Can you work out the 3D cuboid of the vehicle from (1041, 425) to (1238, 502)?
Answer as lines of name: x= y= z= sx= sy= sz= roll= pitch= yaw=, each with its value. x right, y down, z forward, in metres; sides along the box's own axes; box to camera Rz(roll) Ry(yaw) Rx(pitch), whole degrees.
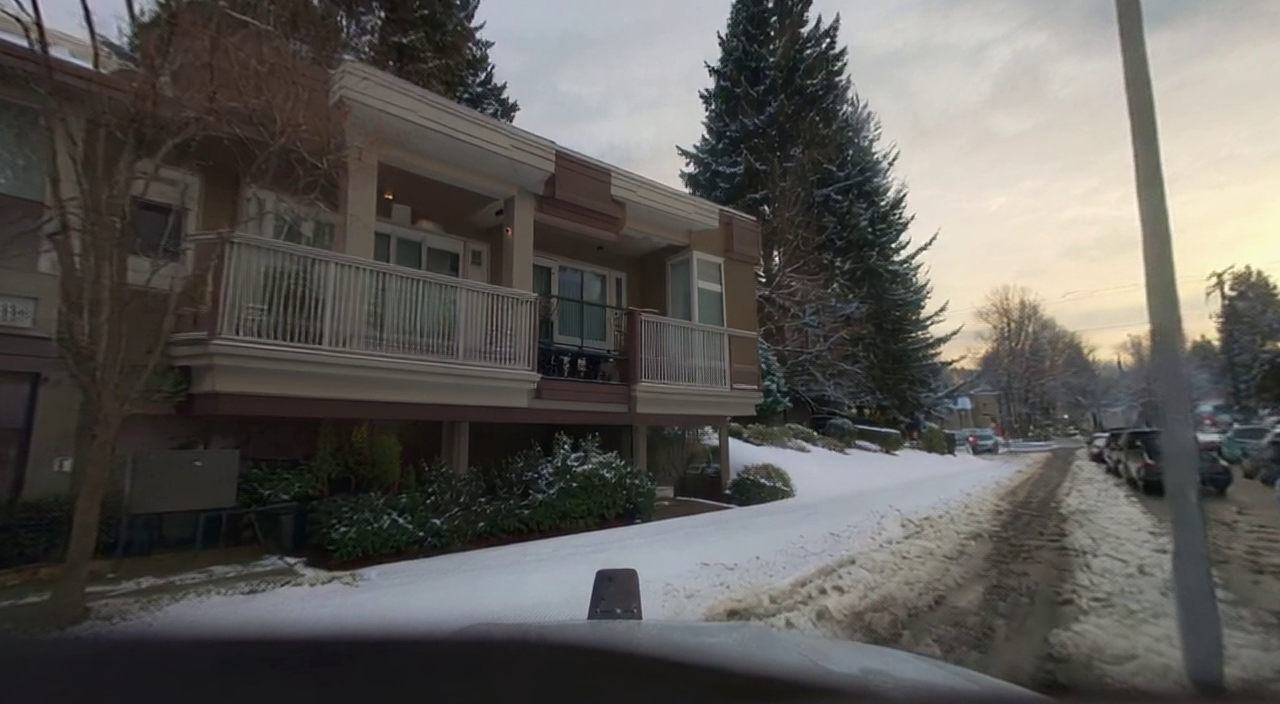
vehicle: x=19.825 y=4.330 z=25.416 sx=5.872 sy=2.468 sz=2.864 roll=-2 pitch=-8 yaw=39
